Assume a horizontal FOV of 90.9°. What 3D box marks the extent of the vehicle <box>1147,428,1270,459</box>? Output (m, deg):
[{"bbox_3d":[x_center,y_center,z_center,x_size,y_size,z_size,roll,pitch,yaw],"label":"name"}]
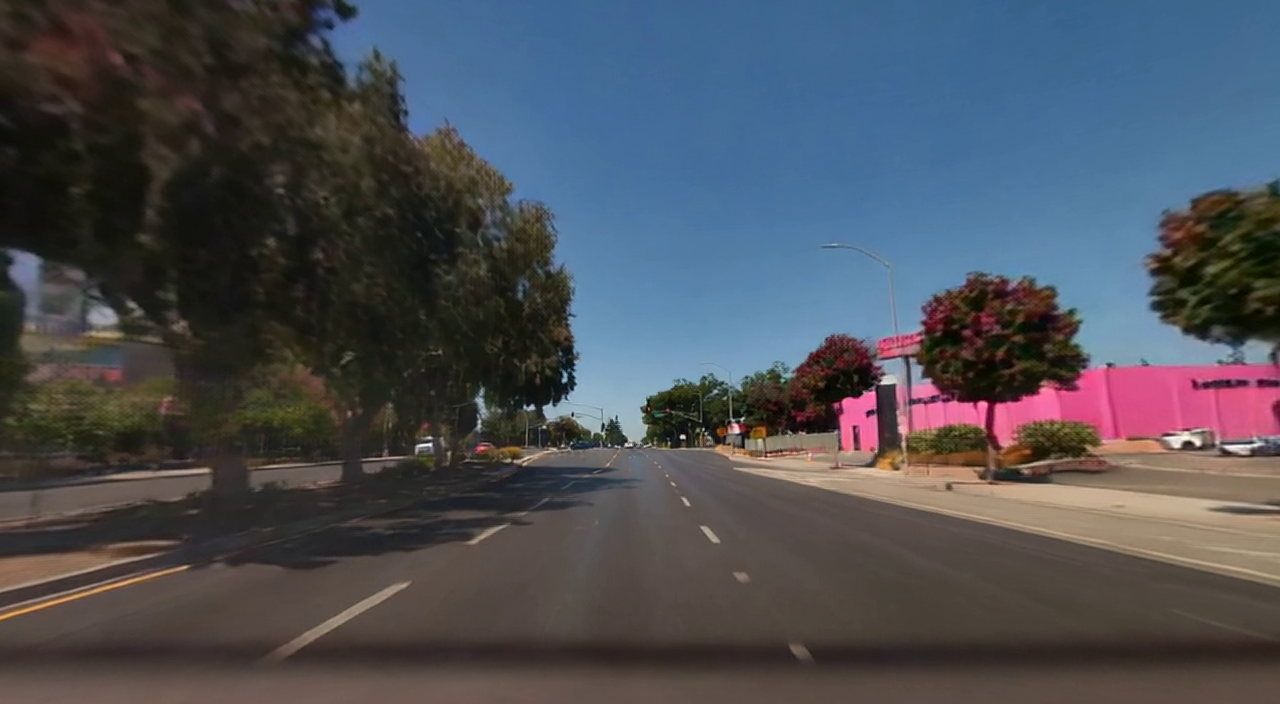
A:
[{"bbox_3d":[36.374,5.887,40.503,5.218,1.927,2.387,-1,-9,10],"label":"vehicle"}]
